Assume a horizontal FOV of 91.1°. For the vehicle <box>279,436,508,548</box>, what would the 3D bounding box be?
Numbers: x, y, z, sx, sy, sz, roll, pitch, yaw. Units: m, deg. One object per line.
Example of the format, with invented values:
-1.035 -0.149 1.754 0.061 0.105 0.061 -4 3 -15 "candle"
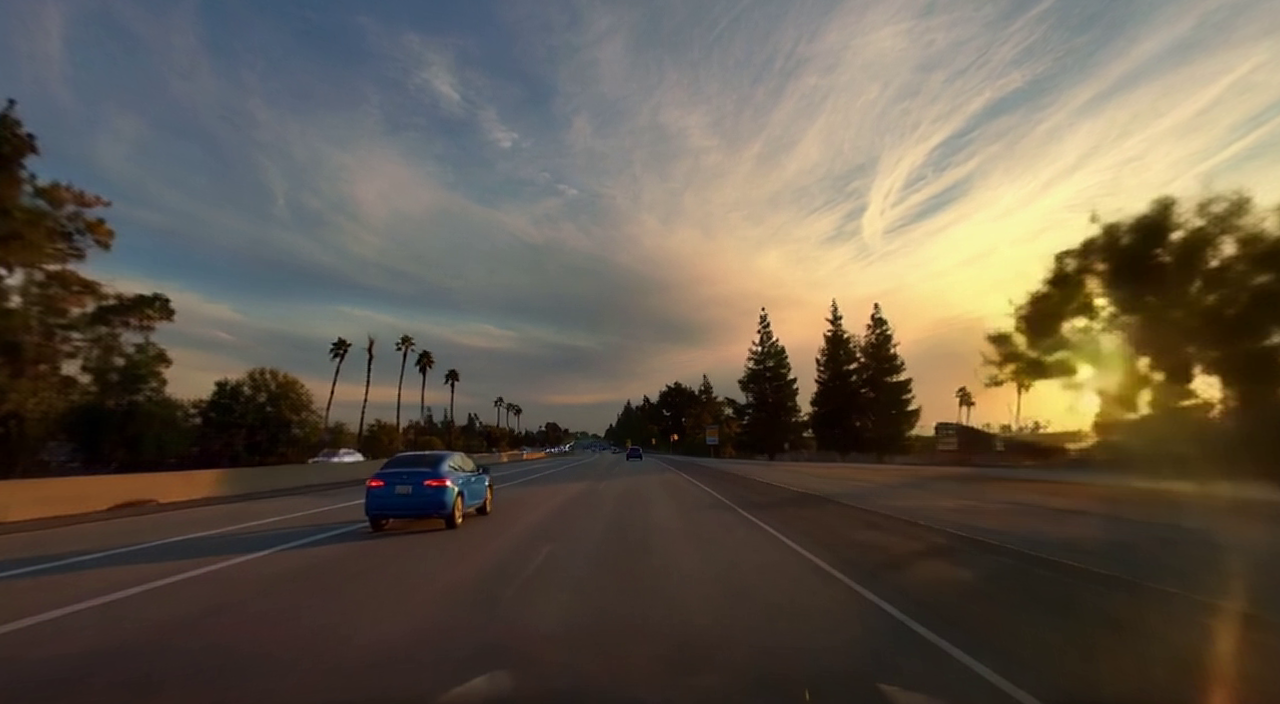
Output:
-4.010 2.338 11.351 2.092 1.562 4.748 0 -8 2 "vehicle"
